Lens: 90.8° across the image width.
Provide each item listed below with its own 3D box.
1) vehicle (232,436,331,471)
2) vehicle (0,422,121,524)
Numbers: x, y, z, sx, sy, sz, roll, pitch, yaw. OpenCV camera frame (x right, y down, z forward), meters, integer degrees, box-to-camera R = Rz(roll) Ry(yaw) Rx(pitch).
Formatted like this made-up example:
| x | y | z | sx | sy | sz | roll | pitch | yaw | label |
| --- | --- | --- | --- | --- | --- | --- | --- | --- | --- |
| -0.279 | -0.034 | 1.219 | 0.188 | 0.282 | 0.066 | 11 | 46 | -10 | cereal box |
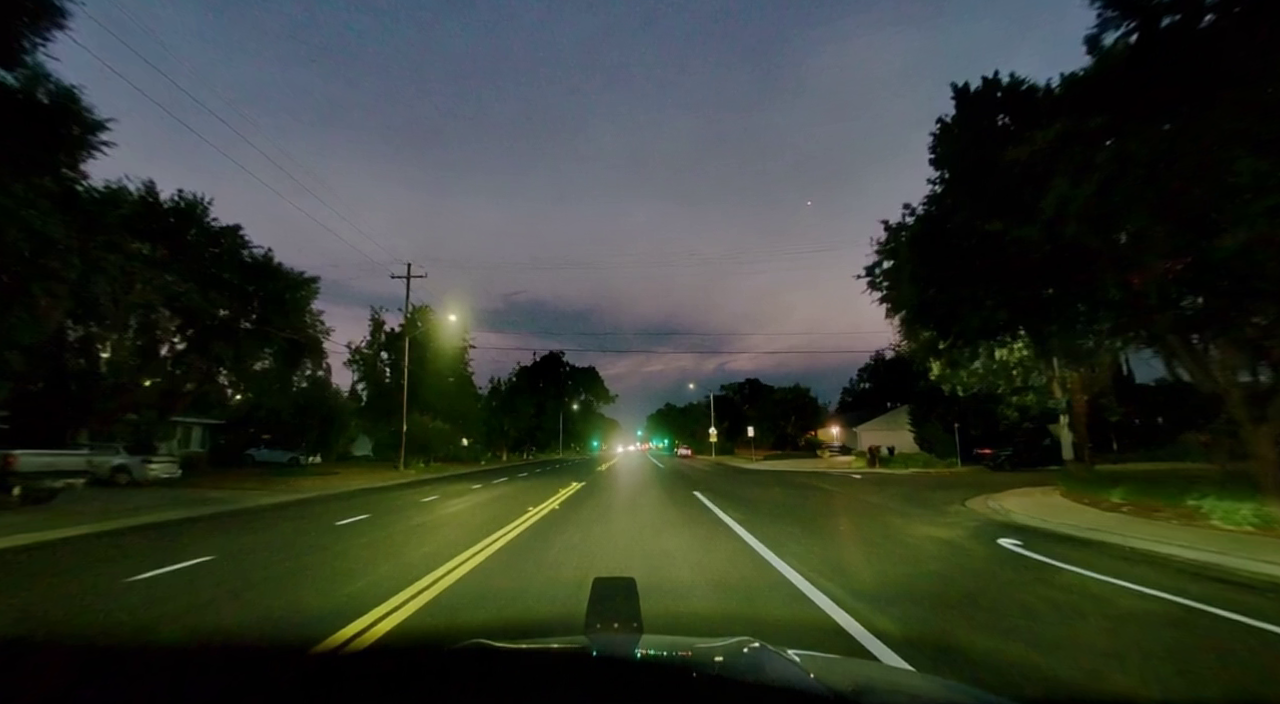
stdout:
| x | y | z | sx | sy | sz | roll | pitch | yaw | label |
| --- | --- | --- | --- | --- | --- | --- | --- | --- | --- |
| -22.244 | 6.312 | 39.377 | 4.722 | 1.983 | 2.346 | -1 | -8 | -2 | vehicle |
| -16.418 | 2.797 | 14.915 | 5.922 | 2.148 | 2.754 | -1 | -8 | 3 | vehicle |
